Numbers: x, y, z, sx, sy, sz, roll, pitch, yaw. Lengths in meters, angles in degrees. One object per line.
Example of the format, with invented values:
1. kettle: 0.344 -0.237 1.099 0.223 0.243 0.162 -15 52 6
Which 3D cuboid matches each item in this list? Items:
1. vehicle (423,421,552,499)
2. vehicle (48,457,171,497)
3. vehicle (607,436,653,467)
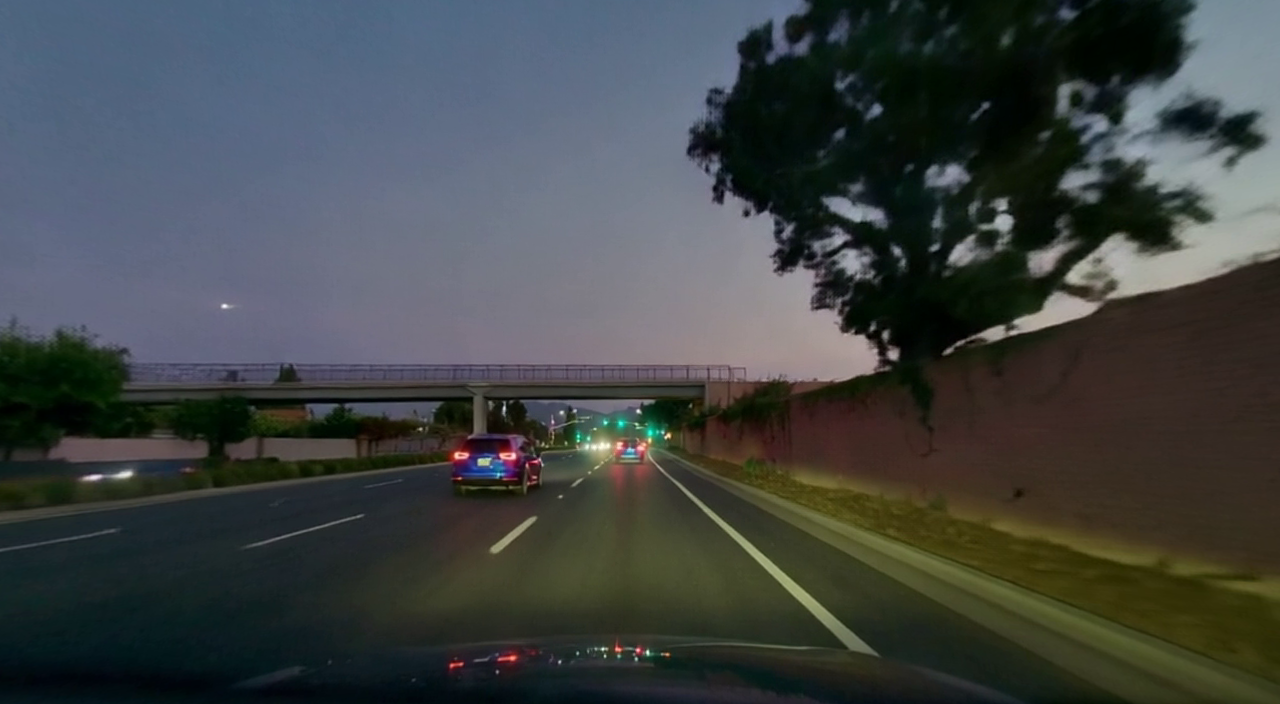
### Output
1. vehicle: -3.862 2.840 16.979 2.223 1.771 4.581 0 -8 1
2. vehicle: -24.808 5.824 29.816 1.854 1.645 4.522 0 -8 0
3. vehicle: -0.507 5.155 32.813 2.205 1.509 4.272 0 -8 -1
